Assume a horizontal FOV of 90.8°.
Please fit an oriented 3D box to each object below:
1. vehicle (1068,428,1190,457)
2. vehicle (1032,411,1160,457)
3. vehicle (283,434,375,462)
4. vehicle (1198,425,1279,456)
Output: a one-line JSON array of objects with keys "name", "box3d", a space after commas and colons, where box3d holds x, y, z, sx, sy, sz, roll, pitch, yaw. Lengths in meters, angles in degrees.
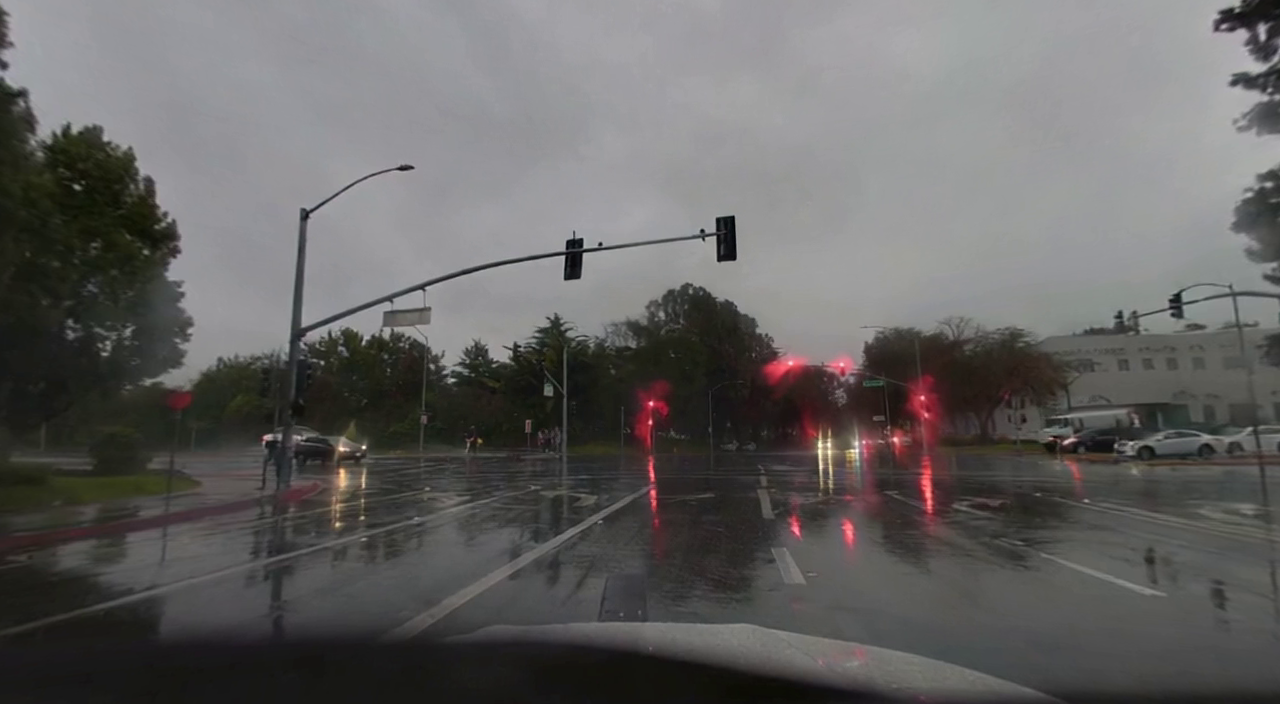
[{"name": "vehicle", "box3d": [26.117, 4.857, 33.903, 4.740, 1.464, 1.876, -2, -9, 11]}, {"name": "vehicle", "box3d": [28.634, 5.219, 39.950, 5.855, 2.746, 2.523, -2, -9, 12]}, {"name": "vehicle", "box3d": [-17.178, 5.328, 34.931, 4.265, 1.493, 1.871, -2, -9, 13]}, {"name": "vehicle", "box3d": [36.954, 5.302, 37.751, 4.896, 1.729, 1.952, -2, -9, 12]}]
